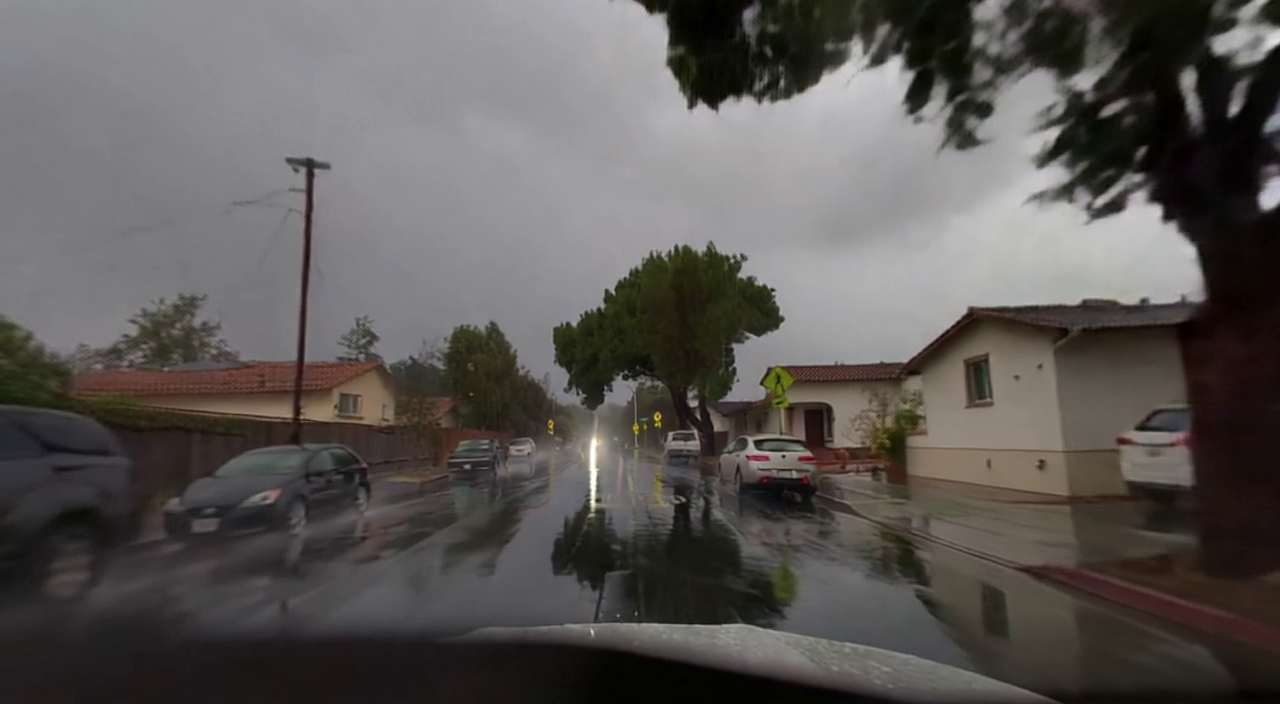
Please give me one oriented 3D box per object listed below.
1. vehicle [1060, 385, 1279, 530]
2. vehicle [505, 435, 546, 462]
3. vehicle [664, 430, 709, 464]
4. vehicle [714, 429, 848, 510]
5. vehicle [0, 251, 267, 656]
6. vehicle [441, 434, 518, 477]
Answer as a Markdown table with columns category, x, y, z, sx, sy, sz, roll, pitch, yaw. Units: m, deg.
| category | x | y | z | sx | sy | sz | roll | pitch | yaw |
| --- | --- | --- | --- | --- | --- | --- | --- | --- | --- |
| vehicle | 8.937 | 1.484 | 9.109 | 4.176 | 1.855 | 2.122 | -3 | -8 | 16 |
| vehicle | -6.749 | 5.705 | 37.548 | 1.842 | 1.540 | 3.704 | 0 | -7 | -2 |
| vehicle | 2.365 | 5.000 | 33.292 | 1.997 | 1.663 | 4.544 | 0 | -8 | -1 |
| vehicle | 3.059 | 2.619 | 14.873 | 1.875 | 1.568 | 4.899 | 1 | -7 | -2 |
| vehicle | -5.465 | 0.697 | 4.322 | 2.270 | 2.706 | 5.871 | 0 | -8 | -2 |
| vehicle | -6.147 | 3.984 | 24.847 | 1.972 | 1.502 | 5.530 | 0 | -7 | -4 |
